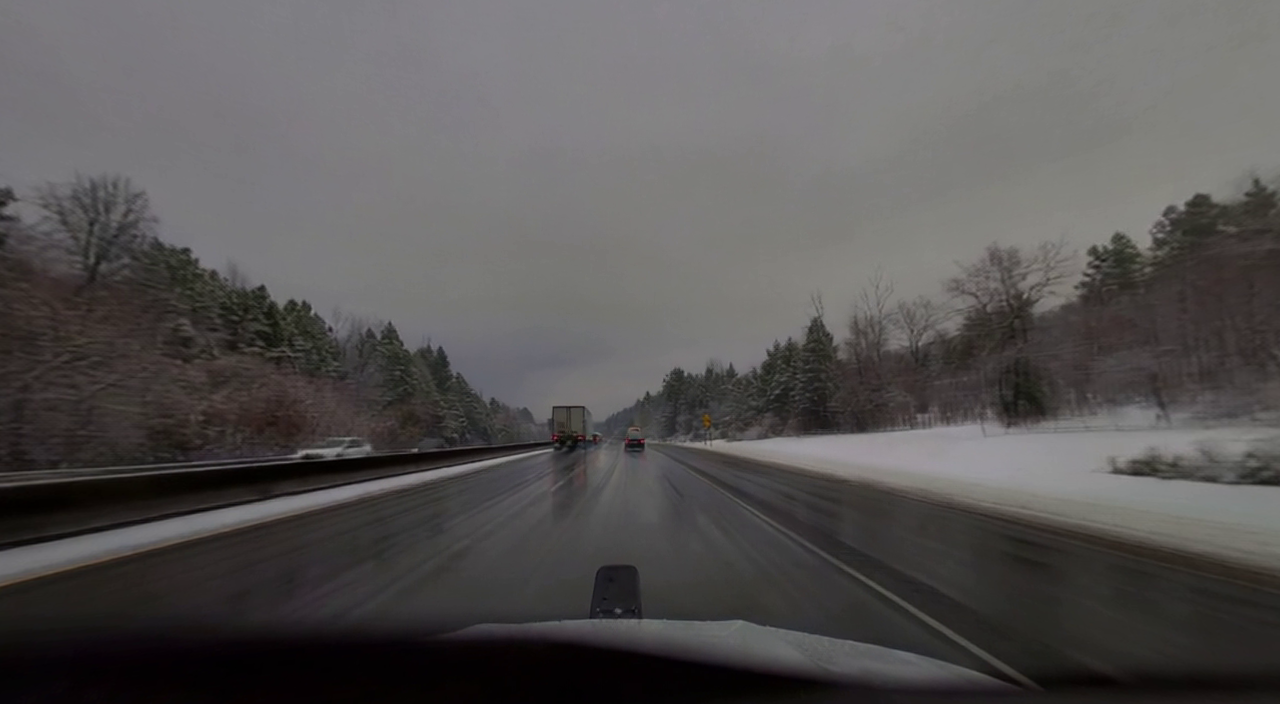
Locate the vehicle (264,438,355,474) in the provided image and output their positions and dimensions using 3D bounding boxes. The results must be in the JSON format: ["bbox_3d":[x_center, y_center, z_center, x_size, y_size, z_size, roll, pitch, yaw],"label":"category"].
[{"bbox_3d":[-14.565,4.570,27.947,1.970,1.455,3.822,0,-8,-1],"label":"vehicle"}]

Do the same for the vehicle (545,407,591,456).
[{"bbox_3d":[-4.831,5.545,43.457,2.450,3.098,6.965,0,-8,-1],"label":"vehicle"}]

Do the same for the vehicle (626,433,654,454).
[{"bbox_3d":[-0.042,6.667,45.825,1.988,1.472,3.716,0,-8,-1],"label":"vehicle"}]
